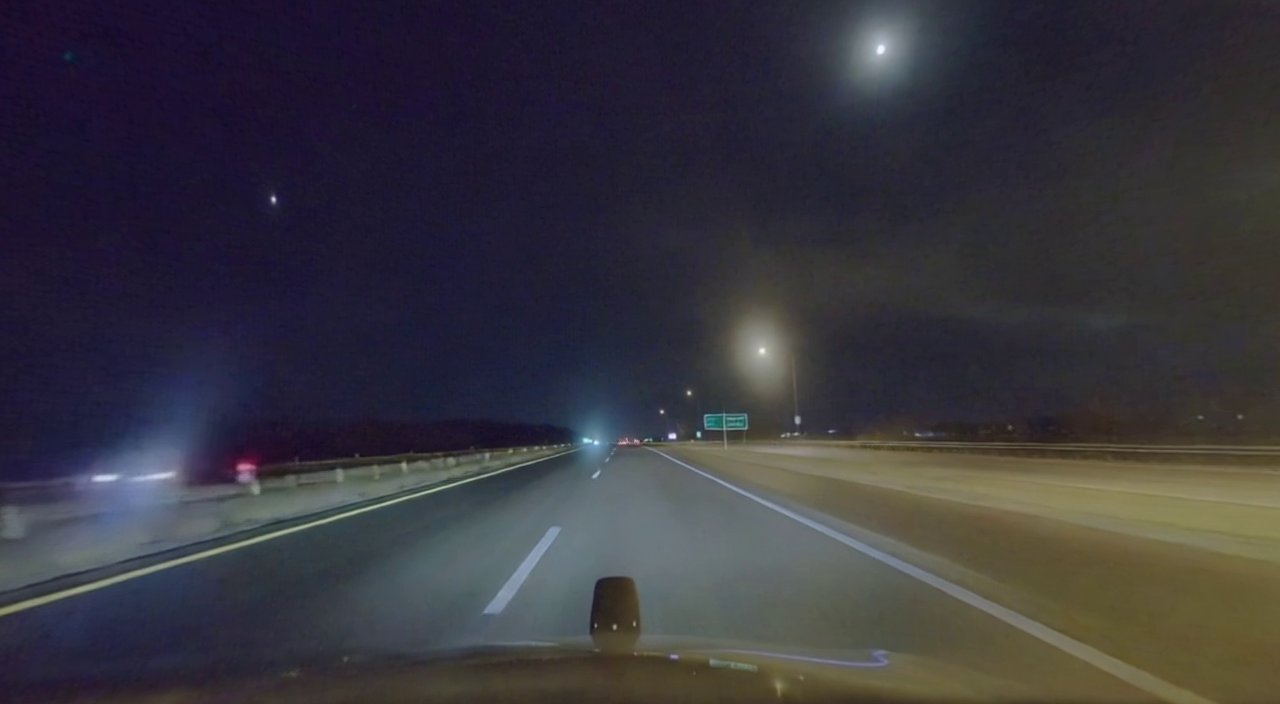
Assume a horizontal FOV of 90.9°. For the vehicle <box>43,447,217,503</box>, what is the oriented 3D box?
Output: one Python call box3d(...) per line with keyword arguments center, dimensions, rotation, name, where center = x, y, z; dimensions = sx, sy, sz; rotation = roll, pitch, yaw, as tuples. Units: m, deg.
box3d(center=(-15.520, 3.730, 19.576), dimensions=(1.815, 1.440, 4.431), rotation=(0, -8, -2), name="vehicle")
